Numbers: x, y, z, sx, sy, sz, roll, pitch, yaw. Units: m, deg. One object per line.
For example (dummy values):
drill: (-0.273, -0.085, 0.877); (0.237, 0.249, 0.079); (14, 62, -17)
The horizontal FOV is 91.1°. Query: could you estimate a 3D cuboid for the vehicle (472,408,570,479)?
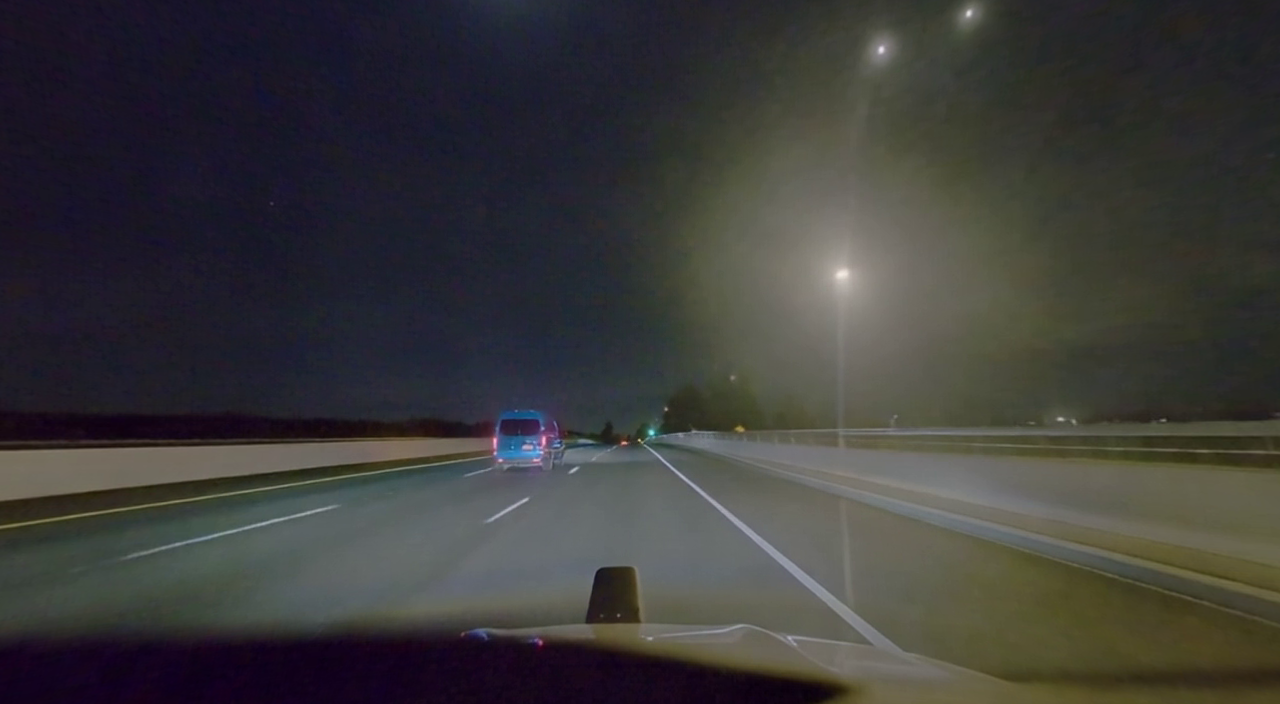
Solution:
vehicle: (-3.711, 2.982, 20.703); (2.309, 2.053, 4.884); (0, -8, 0)
